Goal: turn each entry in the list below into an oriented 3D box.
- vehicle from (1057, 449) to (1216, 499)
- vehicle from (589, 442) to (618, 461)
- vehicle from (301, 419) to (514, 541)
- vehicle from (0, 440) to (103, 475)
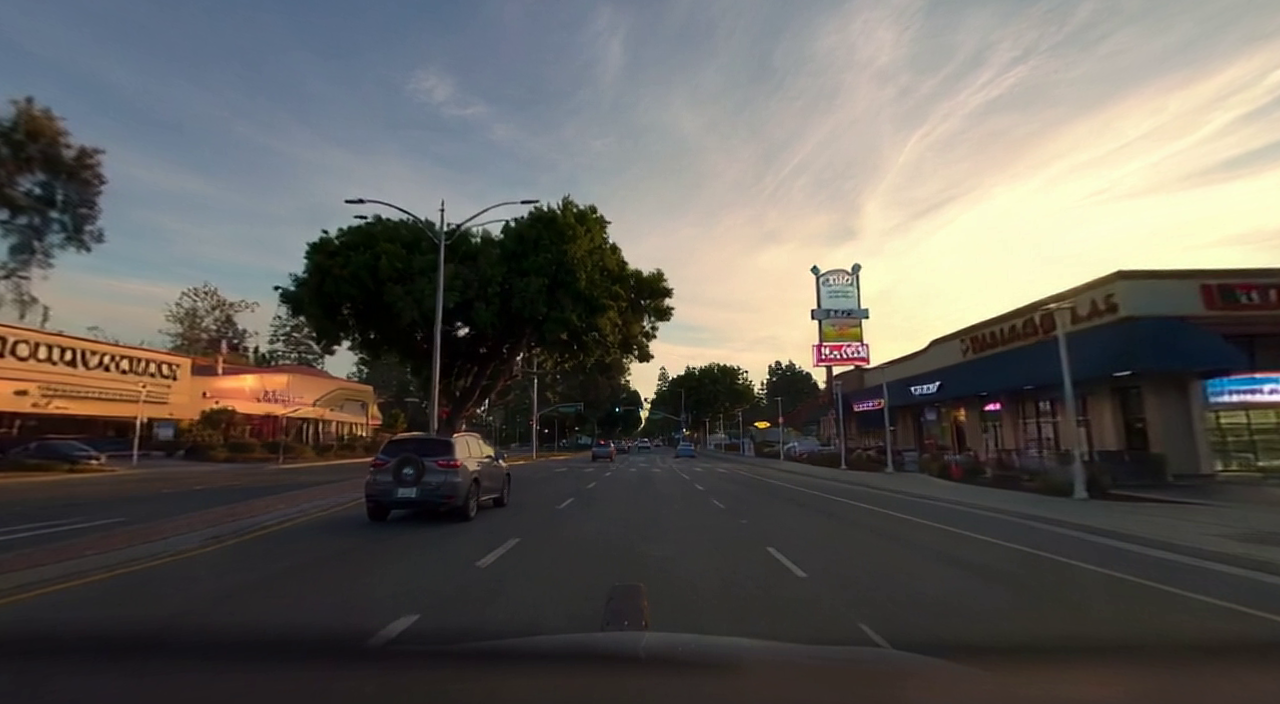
[{"bbox_3d":[16.393,4.005,20.950,1.703,1.446,3.822,6,-11,-44],"label":"vehicle"},{"bbox_3d":[-2.833,7.881,49.987,2.005,1.446,4.265,0,-8,1],"label":"vehicle"},{"bbox_3d":[-3.541,2.021,10.525,1.983,1.635,3.957,0,-8,1],"label":"vehicle"},{"bbox_3d":[-35.386,6.143,37.132,2.131,1.878,5.681,-1,-8,4],"label":"vehicle"}]
